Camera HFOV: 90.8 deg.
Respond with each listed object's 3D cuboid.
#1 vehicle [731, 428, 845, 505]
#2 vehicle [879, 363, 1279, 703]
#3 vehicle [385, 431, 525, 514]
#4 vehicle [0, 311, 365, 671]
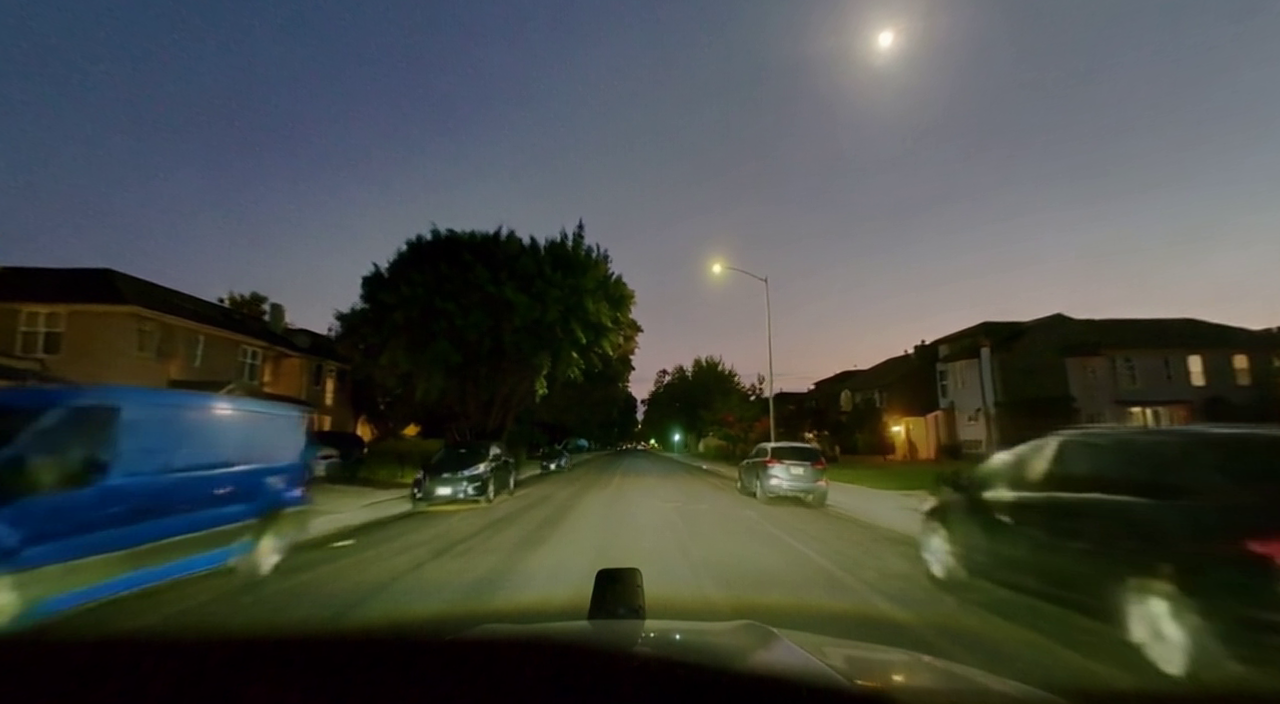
[{"bbox_3d":[3.935,3.140,17.713,2.173,1.806,4.701,1,-9,1],"label":"vehicle"},{"bbox_3d":[4.124,1.284,5.004,2.152,1.810,5.846,1,-9,0],"label":"vehicle"},{"bbox_3d":[-4.353,2.903,15.654,2.157,1.736,4.104,-1,-9,1],"label":"vehicle"},{"bbox_3d":[-4.622,1.018,5.316,2.087,1.993,5.635,0,-8,0],"label":"vehicle"}]
